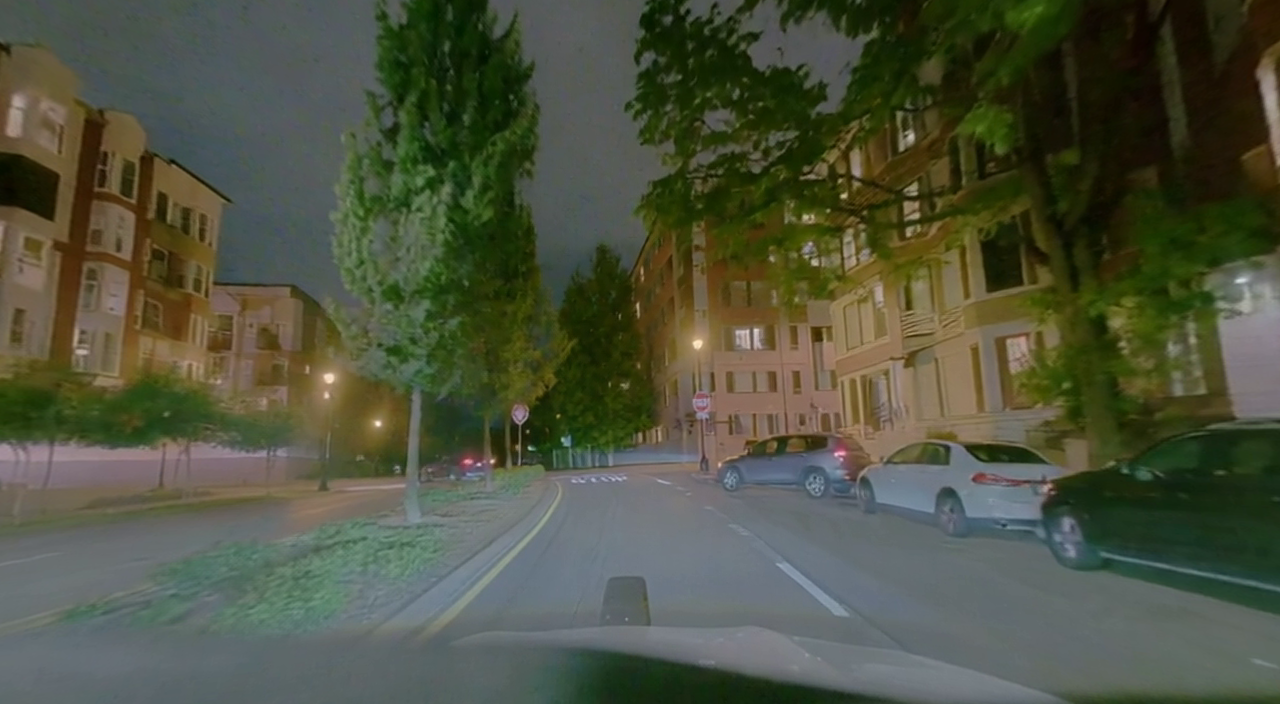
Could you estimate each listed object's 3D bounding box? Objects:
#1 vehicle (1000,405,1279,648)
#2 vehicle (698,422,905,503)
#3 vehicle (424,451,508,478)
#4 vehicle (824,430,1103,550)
[{"bbox_3d":[4.988,1.186,4.517,1.989,1.503,4.594,0,-9,-2],"label":"vehicle"},{"bbox_3d":[3.613,2.659,15.150,2.065,1.529,4.709,1,-10,-28],"label":"vehicle"},{"bbox_3d":[-10.681,6.861,38.652,4.654,1.503,1.951,-3,-8,19],"label":"vehicle"},{"bbox_3d":[4.784,2.073,10.435,1.758,1.454,5.088,0,-8,-2],"label":"vehicle"}]
